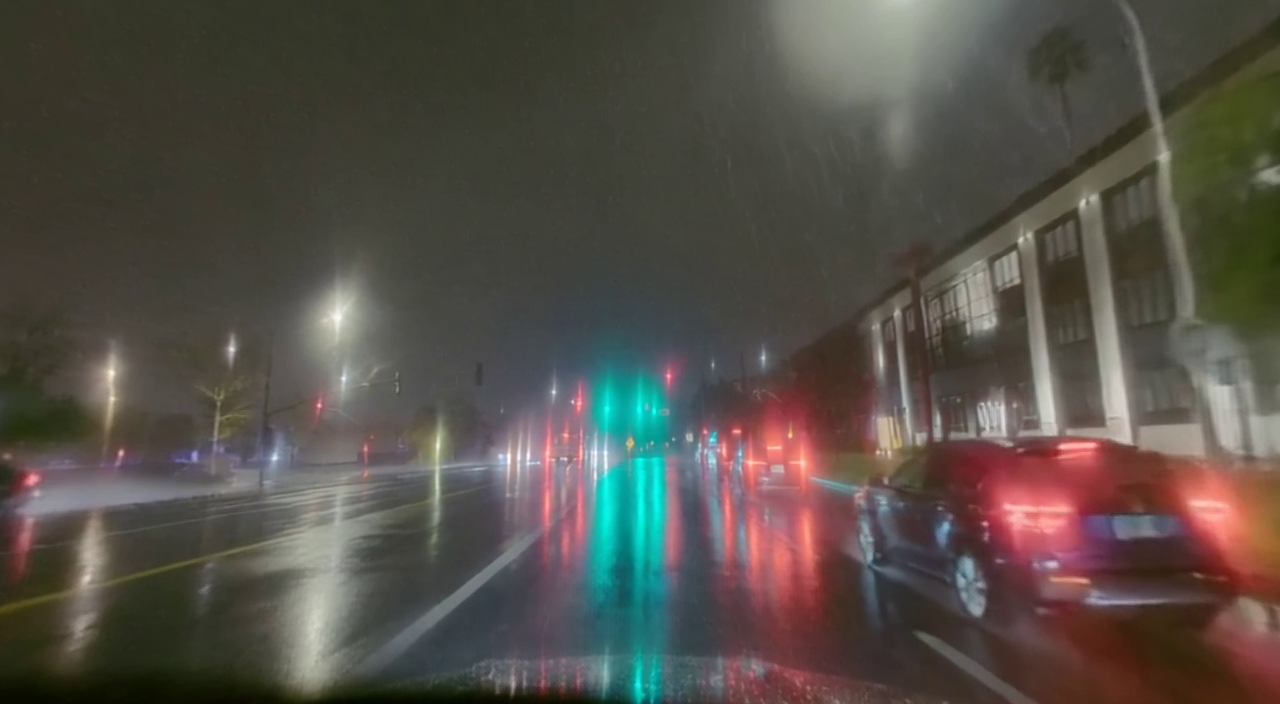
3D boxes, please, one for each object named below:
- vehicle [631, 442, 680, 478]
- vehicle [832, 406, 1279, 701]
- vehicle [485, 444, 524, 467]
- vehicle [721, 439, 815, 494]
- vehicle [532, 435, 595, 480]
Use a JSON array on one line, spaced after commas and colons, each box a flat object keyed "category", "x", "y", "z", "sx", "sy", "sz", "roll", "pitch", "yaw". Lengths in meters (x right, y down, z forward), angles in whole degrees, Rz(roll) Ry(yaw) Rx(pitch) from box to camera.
[{"category": "vehicle", "x": 0.618, "y": 4.629, "z": 27.232, "sx": 1.971, "sy": 1.433, "sz": 3.923, "roll": 0, "pitch": -8, "yaw": 0}, {"category": "vehicle", "x": 3.313, "y": 1.344, "z": 5.428, "sx": 1.948, "sy": 1.474, "sz": 4.360, "roll": 0, "pitch": -8, "yaw": 0}, {"category": "vehicle", "x": -9.898, "y": 7.587, "z": 46.316, "sx": 1.989, "sy": 1.598, "sz": 4.054, "roll": -1, "pitch": -9, "yaw": 0}, {"category": "vehicle", "x": 3.702, "y": 3.393, "z": 19.053, "sx": 1.913, "sy": 1.463, "sz": 4.198, "roll": 0, "pitch": -8, "yaw": -1}, {"category": "vehicle", "x": -3.110, "y": 4.434, "z": 26.667, "sx": 2.023, "sy": 1.720, "sz": 4.452, "roll": -1, "pitch": -8, "yaw": 1}]
